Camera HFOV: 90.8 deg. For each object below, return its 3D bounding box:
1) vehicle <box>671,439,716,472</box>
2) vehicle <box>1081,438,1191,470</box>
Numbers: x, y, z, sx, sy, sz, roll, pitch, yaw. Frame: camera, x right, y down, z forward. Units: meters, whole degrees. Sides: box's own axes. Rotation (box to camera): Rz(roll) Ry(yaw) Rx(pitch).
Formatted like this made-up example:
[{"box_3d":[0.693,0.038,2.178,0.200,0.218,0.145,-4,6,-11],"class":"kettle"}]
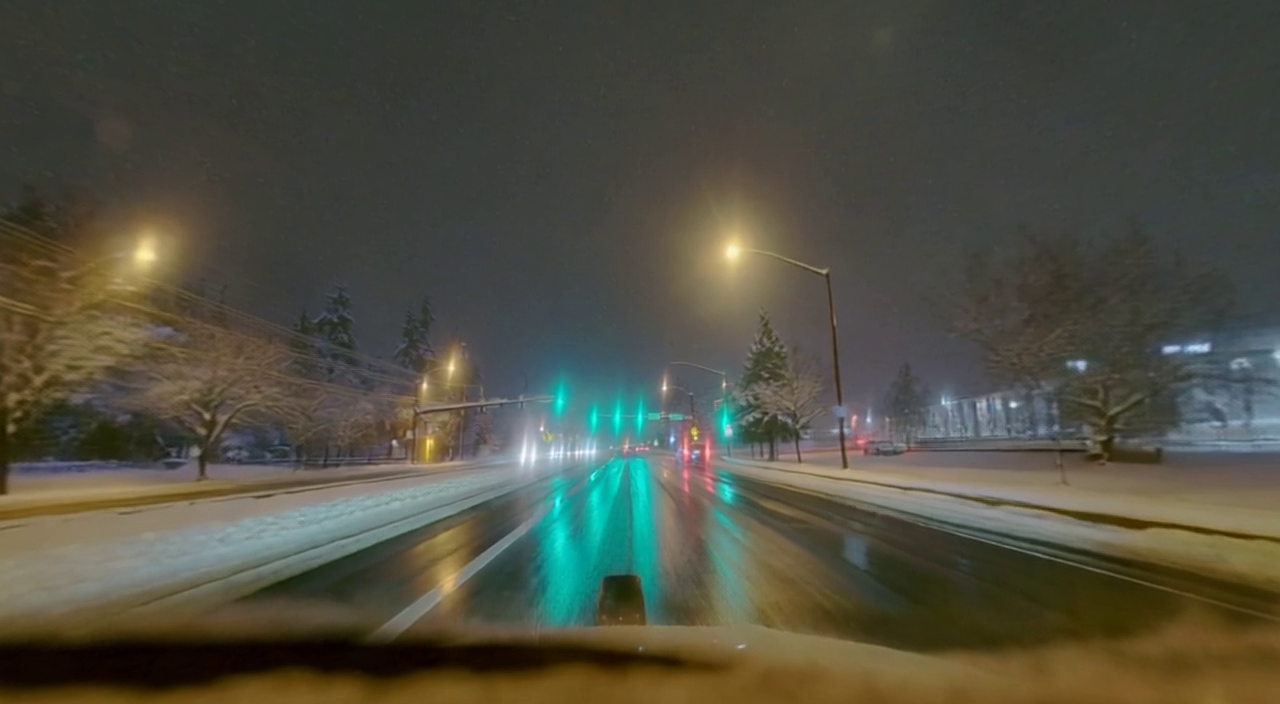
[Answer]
[{"box_3d":[3.038,6.022,36.945,2.069,1.761,4.610,0,-9,-2],"class":"vehicle"},{"box_3d":[23.144,4.767,29.540,3.661,1.417,1.783,0,-9,-4],"class":"vehicle"}]
